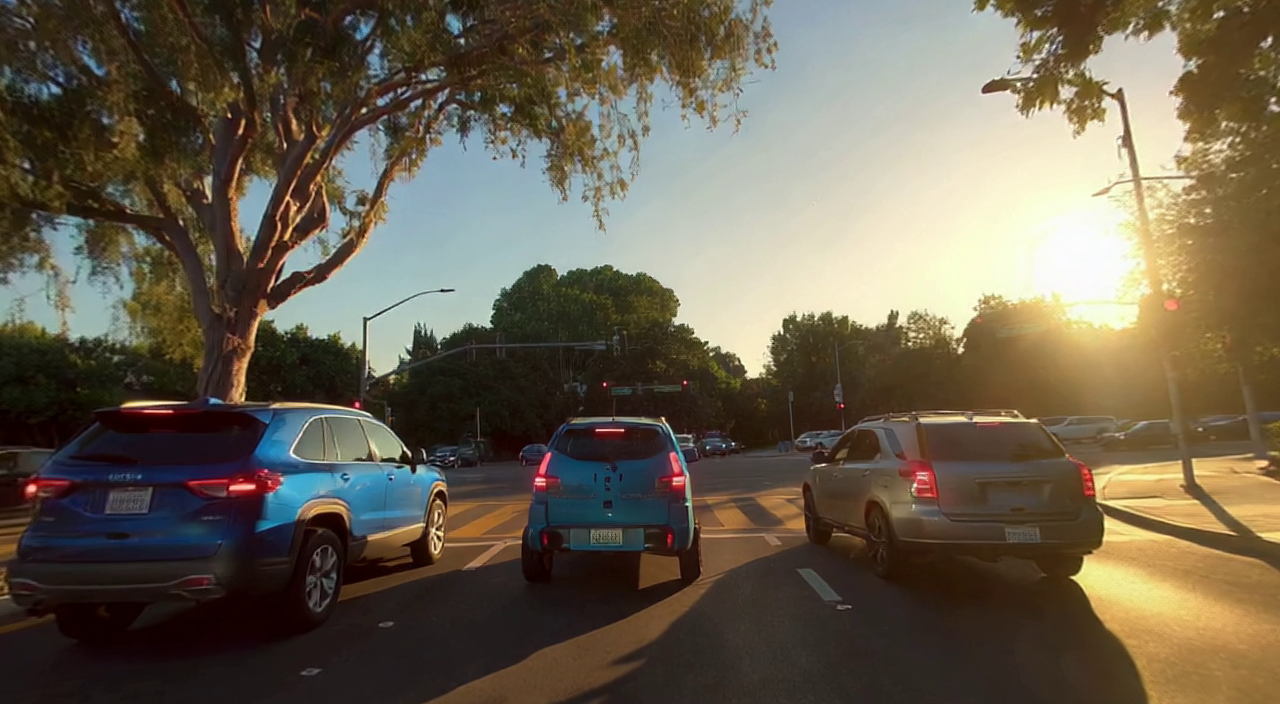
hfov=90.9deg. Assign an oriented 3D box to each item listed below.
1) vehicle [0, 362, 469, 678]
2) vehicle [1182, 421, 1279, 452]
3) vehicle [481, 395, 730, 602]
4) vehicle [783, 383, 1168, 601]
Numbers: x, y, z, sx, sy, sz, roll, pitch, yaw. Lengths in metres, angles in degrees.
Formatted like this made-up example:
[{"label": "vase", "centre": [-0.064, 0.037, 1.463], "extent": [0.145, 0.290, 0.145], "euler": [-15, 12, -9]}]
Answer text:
[{"label": "vehicle", "centre": [-3.277, 1.279, 5.901], "extent": [2.047, 1.810, 4.414], "euler": [0, -8, 1]}, {"label": "vehicle", "centre": [32.808, 4.656, 34.755], "extent": [4.175, 1.634, 1.877], "euler": [1, -8, -4]}, {"label": "vehicle", "centre": [-0.235, 1.512, 7.309], "extent": [2.067, 1.702, 3.987], "euler": [0, -8, 2]}, {"label": "vehicle", "centre": [3.281, 1.481, 7.516], "extent": [2.083, 1.779, 4.532], "euler": [0, -8, 0]}]
